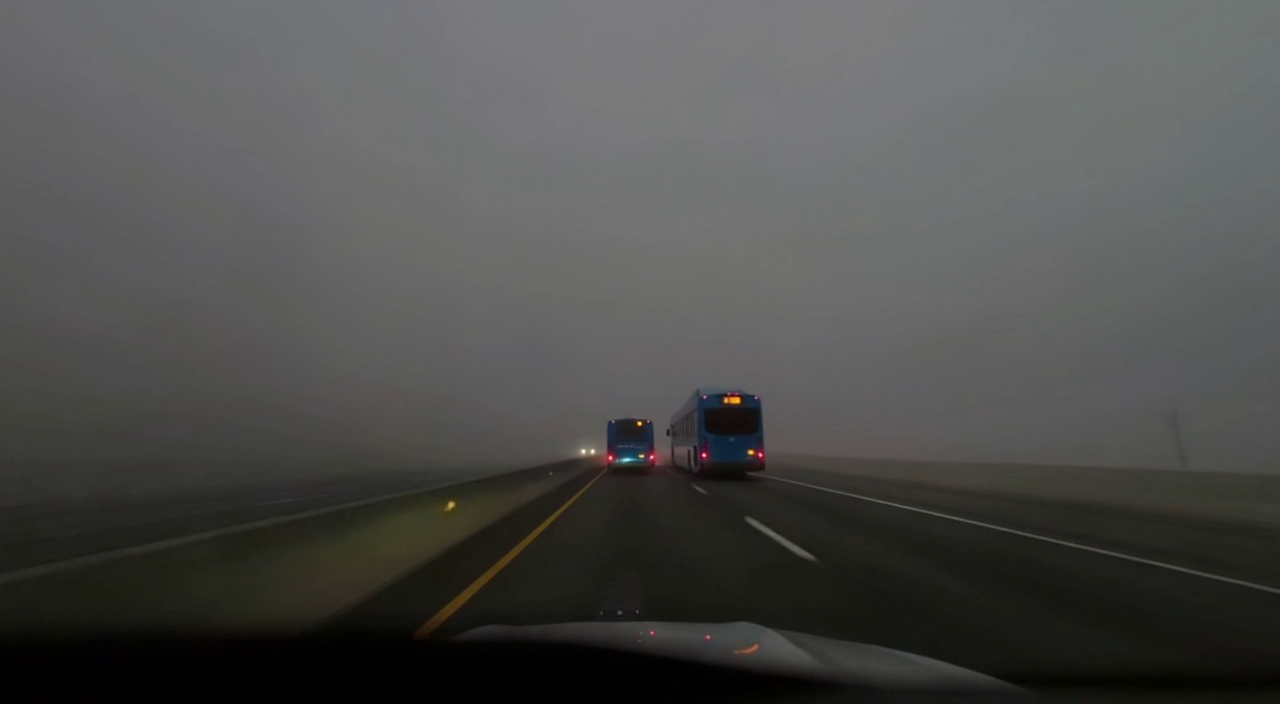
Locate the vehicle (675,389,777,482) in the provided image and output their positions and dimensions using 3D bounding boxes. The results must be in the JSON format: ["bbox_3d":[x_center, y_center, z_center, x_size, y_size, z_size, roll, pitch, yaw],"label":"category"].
[{"bbox_3d":[3.806,4.308,31.515,3.074,3.668,12.805,0,-9,-1],"label":"vehicle"}]

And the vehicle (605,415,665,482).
[{"bbox_3d":[-0.218,4.336,28.195,2.414,2.675,5.574,-1,-9,0],"label":"vehicle"}]
